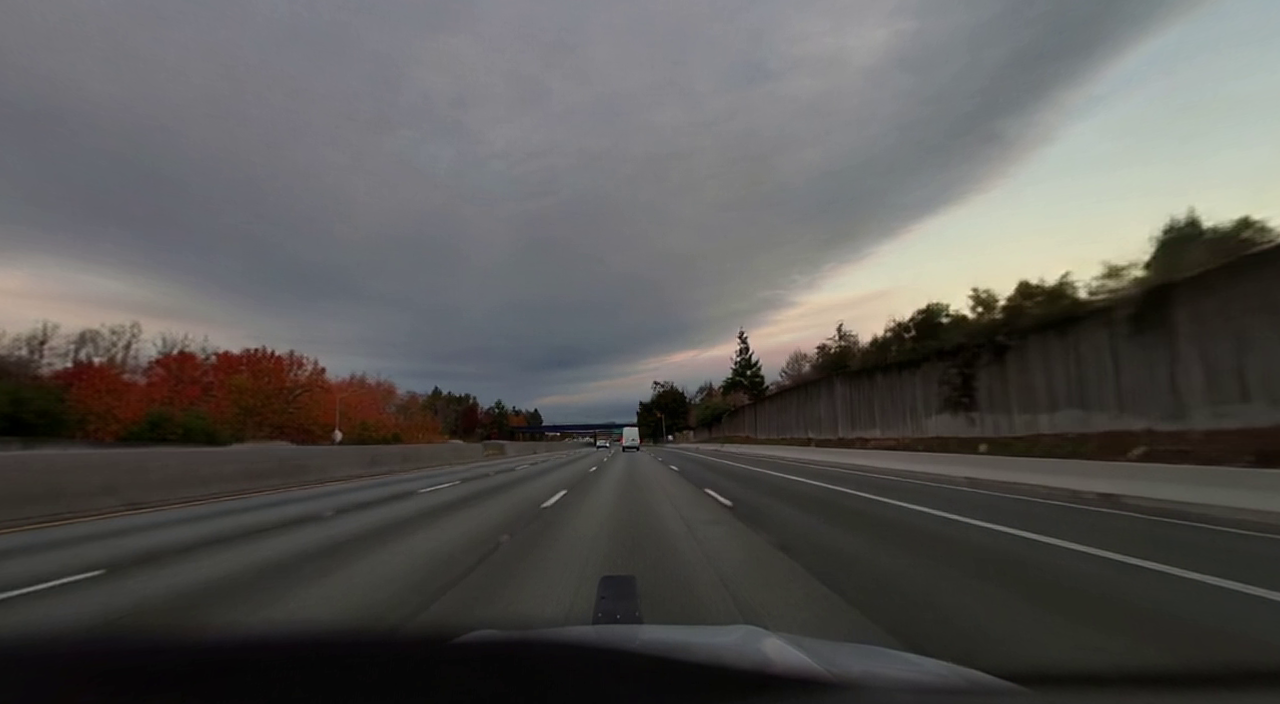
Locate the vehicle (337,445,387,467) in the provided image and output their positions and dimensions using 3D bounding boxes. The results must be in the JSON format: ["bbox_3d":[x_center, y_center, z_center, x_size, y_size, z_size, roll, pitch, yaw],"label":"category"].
[{"bbox_3d":[-19.740,7.374,44.744,1.765,1.465,3.932,0,-8,0],"label":"vehicle"}]

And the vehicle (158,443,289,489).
[{"bbox_3d":[-15.105,4.122,23.167,1.910,1.451,4.397,0,-8,-2],"label":"vehicle"}]
